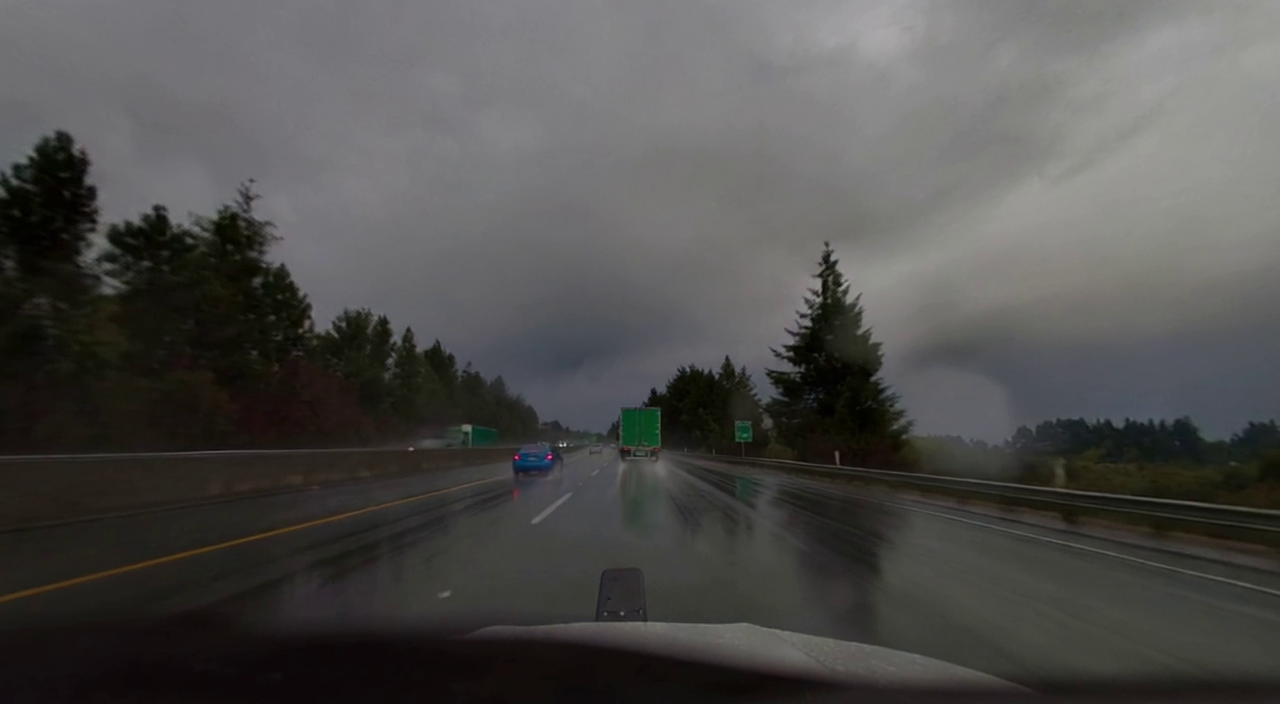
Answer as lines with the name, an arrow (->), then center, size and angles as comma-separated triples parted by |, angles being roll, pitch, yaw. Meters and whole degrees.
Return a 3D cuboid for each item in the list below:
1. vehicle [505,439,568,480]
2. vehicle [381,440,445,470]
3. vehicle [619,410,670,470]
vehicle -> -4.306, 4.540, 26.883 | 1.977, 1.602, 3.944 | 0, -9, 0
vehicle -> -12.818, 5.841, 35.956 | 2.053, 1.578, 4.456 | 0, -9, -1
vehicle -> 0.110, 6.059, 42.904 | 2.893, 3.628, 9.081 | 1, -9, -3
